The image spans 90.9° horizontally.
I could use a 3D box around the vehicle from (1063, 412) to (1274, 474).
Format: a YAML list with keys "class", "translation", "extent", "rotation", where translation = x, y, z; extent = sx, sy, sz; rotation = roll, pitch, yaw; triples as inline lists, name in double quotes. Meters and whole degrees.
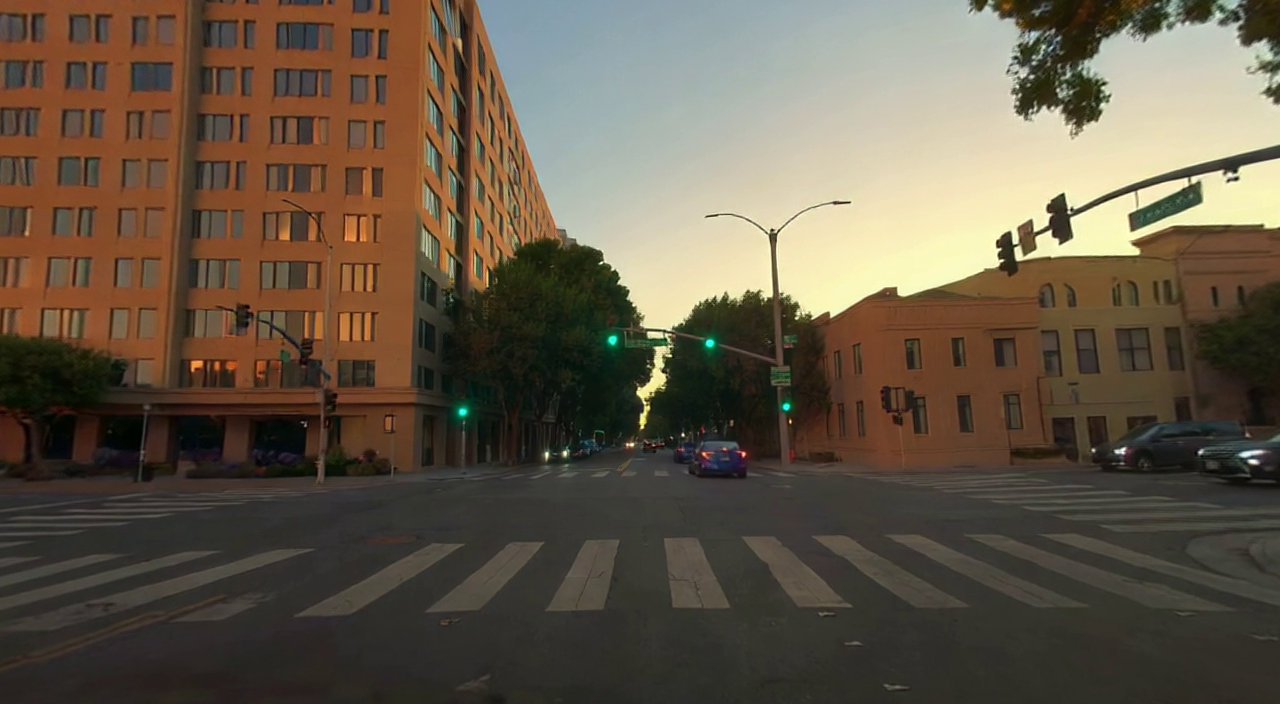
- class: "vehicle"
  translation: [16.917, 2.944, 20.411]
  extent: [4.802, 1.860, 2.146]
  rotation: [0, -8, 1]

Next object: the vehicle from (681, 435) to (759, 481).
- class: "vehicle"
  translation: [2.741, 3.767, 22.747]
  extent: [2.039, 1.470, 4.355]
  rotation: [0, -8, -3]
